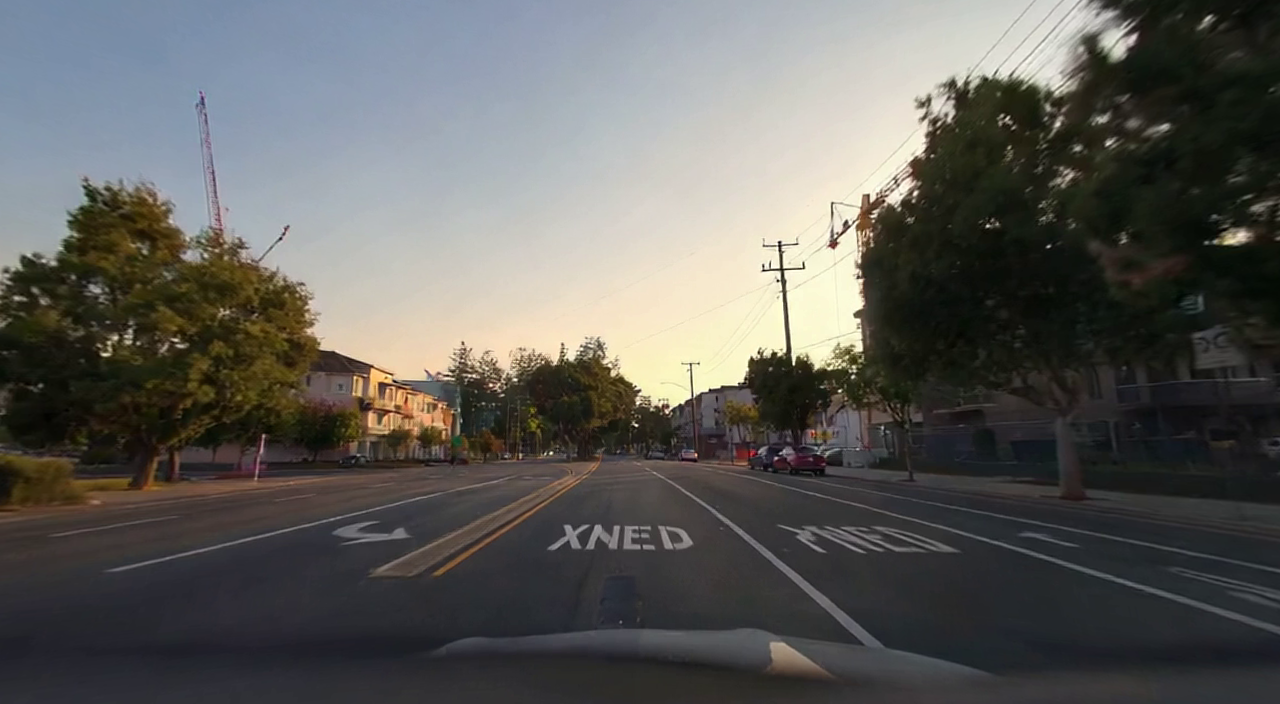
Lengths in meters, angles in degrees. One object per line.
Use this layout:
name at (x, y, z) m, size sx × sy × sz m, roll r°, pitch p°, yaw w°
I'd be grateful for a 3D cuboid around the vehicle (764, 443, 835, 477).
vehicle at (7.544, 5.139, 30.414) m, size 1.946 × 1.472 × 4.753 m, roll 0°, pitch -9°, yaw -3°
